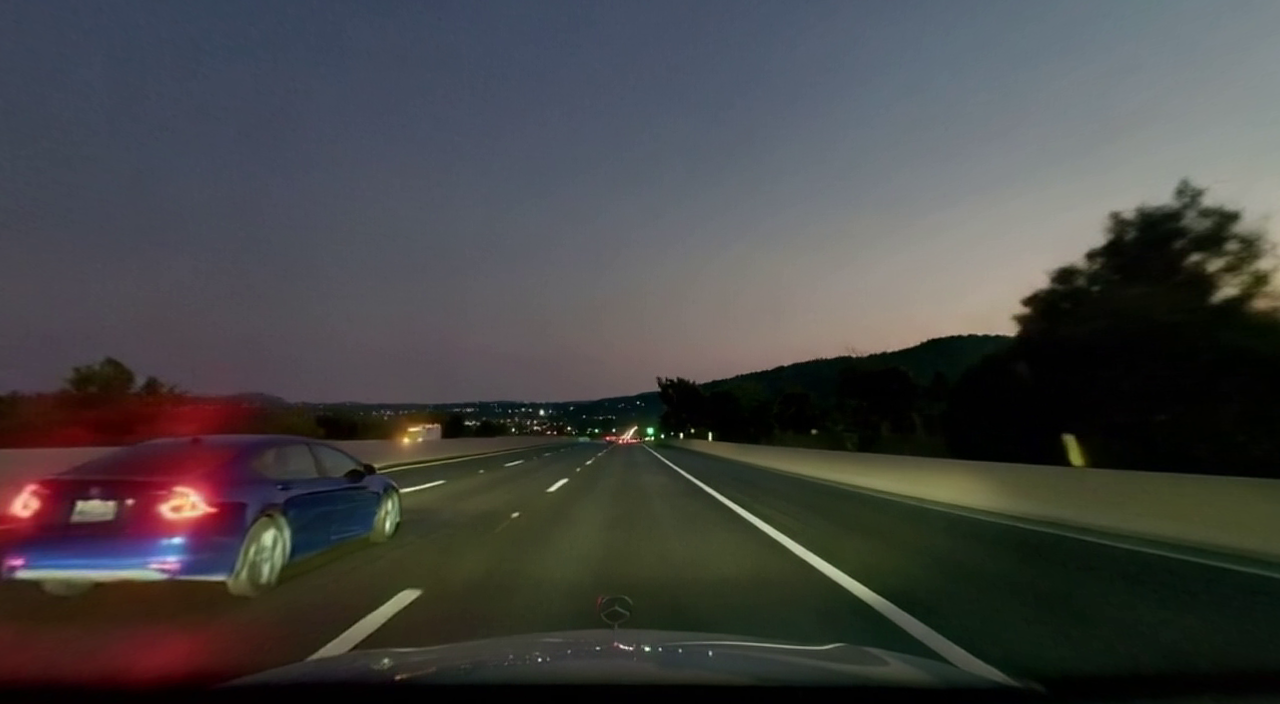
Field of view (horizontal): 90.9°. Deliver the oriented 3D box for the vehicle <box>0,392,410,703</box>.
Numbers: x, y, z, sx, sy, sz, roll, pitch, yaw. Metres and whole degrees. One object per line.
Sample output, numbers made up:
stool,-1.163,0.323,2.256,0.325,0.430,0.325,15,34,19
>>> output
vehicle,-3.712,1.240,5.178,2.026,1.517,4.325,0,-8,-1
